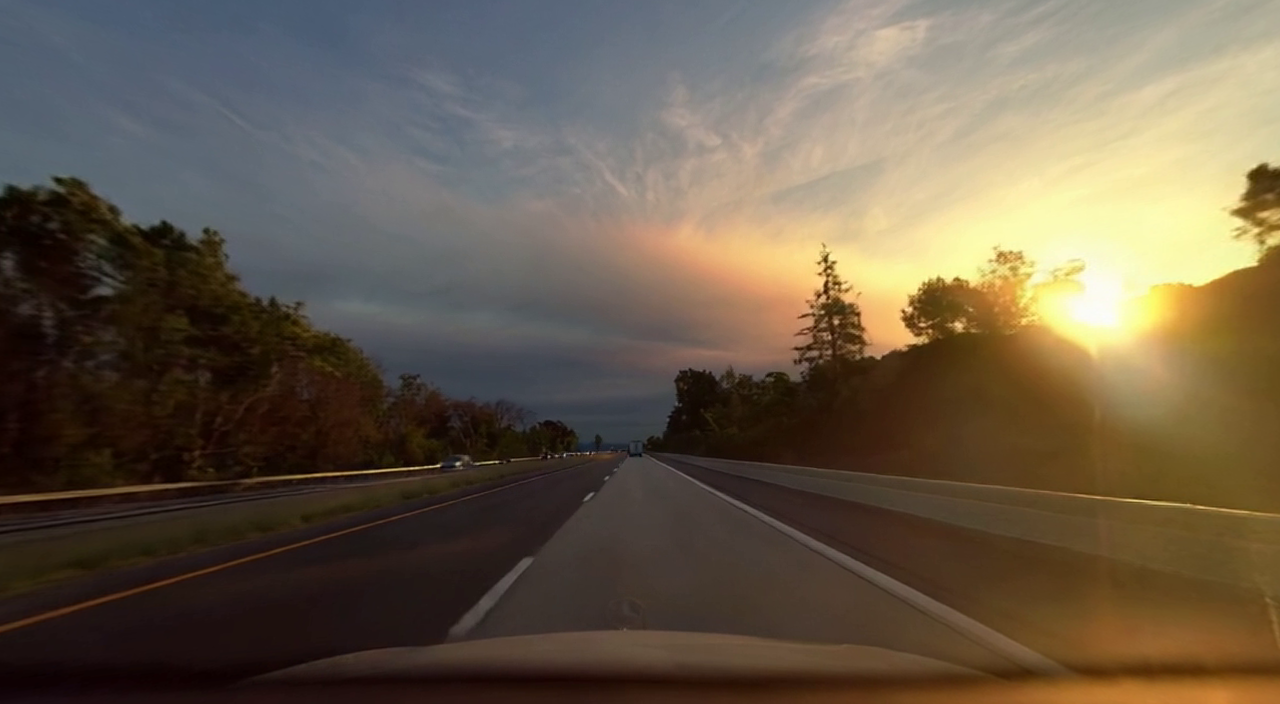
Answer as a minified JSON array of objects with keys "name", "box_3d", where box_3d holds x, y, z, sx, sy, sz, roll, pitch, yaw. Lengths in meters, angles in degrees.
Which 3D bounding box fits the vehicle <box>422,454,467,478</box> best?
[{"name":"vehicle","box_3d":[-12.872,7.512,41.729,1.775,1.422,3.753,0,-9,-1]}]
